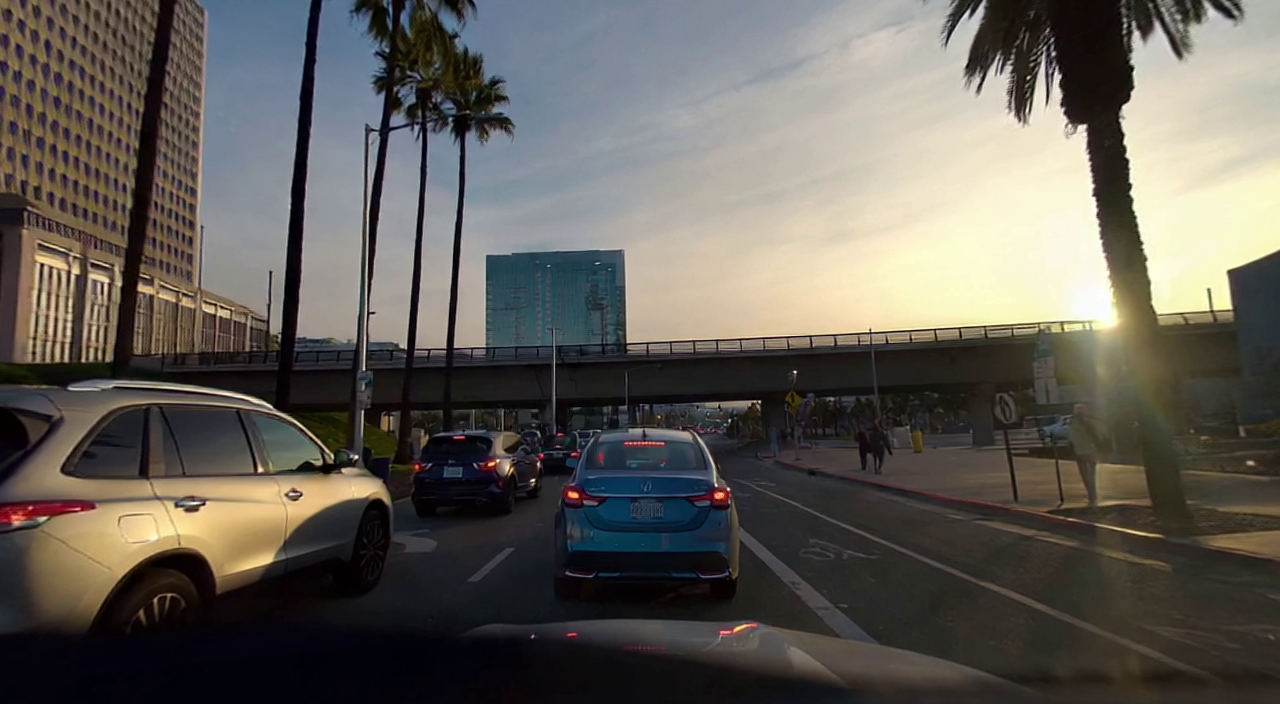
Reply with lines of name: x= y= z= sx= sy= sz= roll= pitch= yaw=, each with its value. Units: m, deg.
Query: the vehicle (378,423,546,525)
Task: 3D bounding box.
vehicle: x=-3.198 y=2.286 z=12.323 sx=1.955 sy=1.637 sz=4.032 roll=0 pitch=-8 yaw=2

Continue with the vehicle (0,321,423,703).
vehicle: x=-3.259 y=1.059 z=4.186 sx=2.014 sy=1.740 sz=4.359 roll=0 pitch=-8 yaw=1

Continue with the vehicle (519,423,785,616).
vehicle: x=0.082 y=1.597 z=6.974 sx=2.036 sy=1.461 sz=4.129 roll=0 pitch=-8 yaw=0
